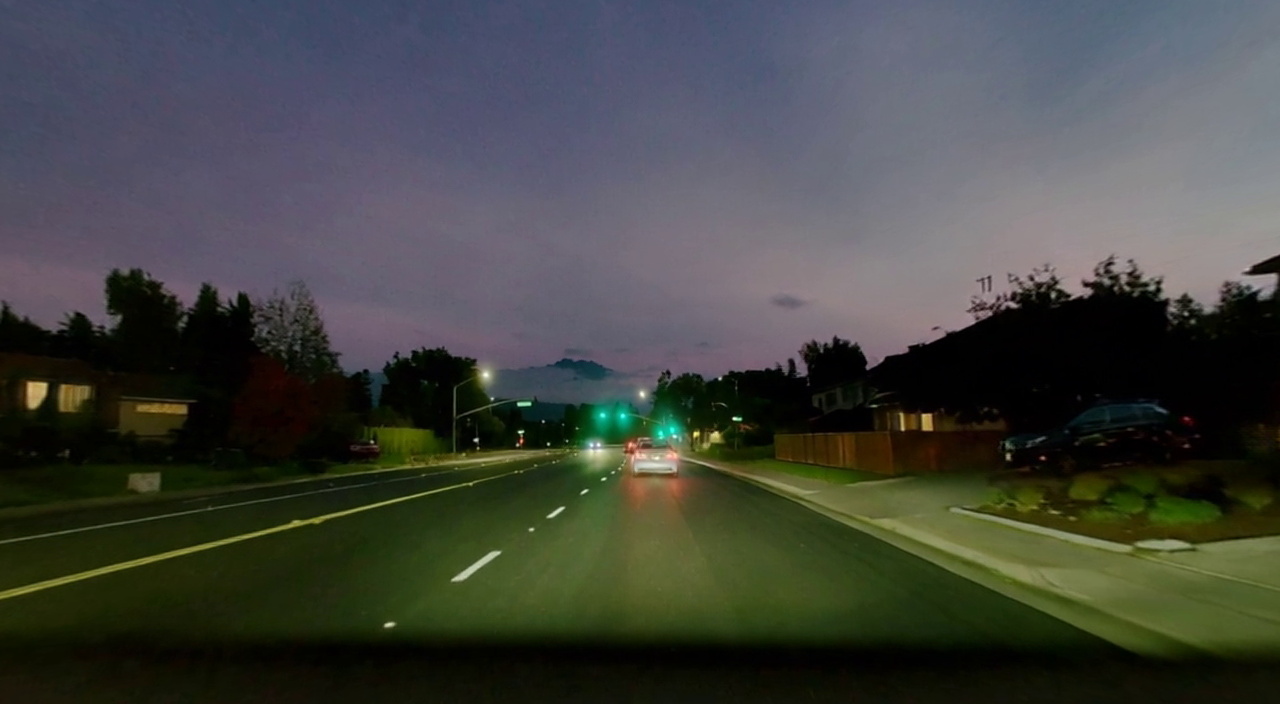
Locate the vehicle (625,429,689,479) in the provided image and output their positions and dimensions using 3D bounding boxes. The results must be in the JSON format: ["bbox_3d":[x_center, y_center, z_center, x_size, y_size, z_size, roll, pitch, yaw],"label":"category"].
[{"bbox_3d":[0.575,3.634,22.632,2.088,1.607,3.903,0,-8,1],"label":"vehicle"}]

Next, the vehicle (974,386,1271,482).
[{"bbox_3d":[10.200,1.772,13.641,4.746,1.485,1.916,-5,-8,0],"label":"vehicle"}]

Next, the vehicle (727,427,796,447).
[{"bbox_3d":[9.338,6.582,48.547,4.783,1.514,1.895,2,-9,-14],"label":"vehicle"}]
